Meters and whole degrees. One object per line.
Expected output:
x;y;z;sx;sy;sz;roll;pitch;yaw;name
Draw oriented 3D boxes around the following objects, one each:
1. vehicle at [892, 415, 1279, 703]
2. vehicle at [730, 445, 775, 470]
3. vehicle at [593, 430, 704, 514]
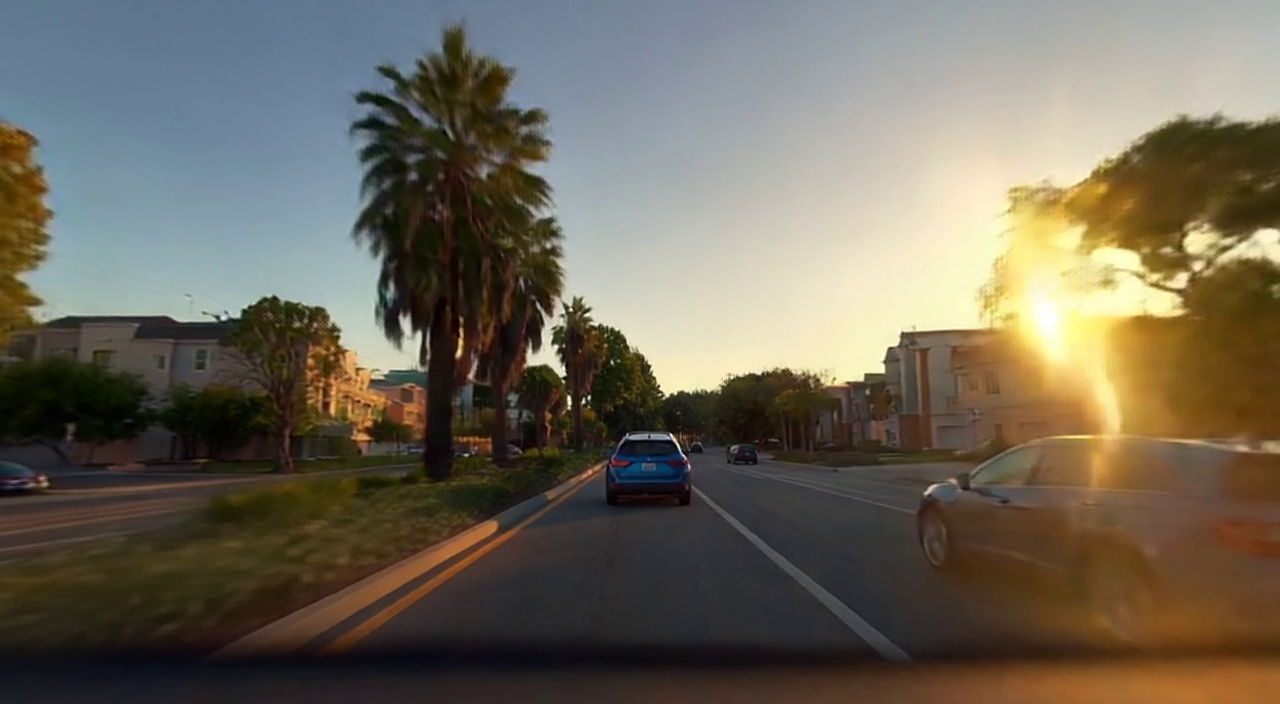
3.937;1.354;5.055;1.941;1.472;4.570;0;-9;0;vehicle
6.961;6.572;39.579;1.930;1.457;4.267;0;-9;-2;vehicle
0.144;2.765;15.085;2.239;1.693;4.301;0;-8;-1;vehicle
